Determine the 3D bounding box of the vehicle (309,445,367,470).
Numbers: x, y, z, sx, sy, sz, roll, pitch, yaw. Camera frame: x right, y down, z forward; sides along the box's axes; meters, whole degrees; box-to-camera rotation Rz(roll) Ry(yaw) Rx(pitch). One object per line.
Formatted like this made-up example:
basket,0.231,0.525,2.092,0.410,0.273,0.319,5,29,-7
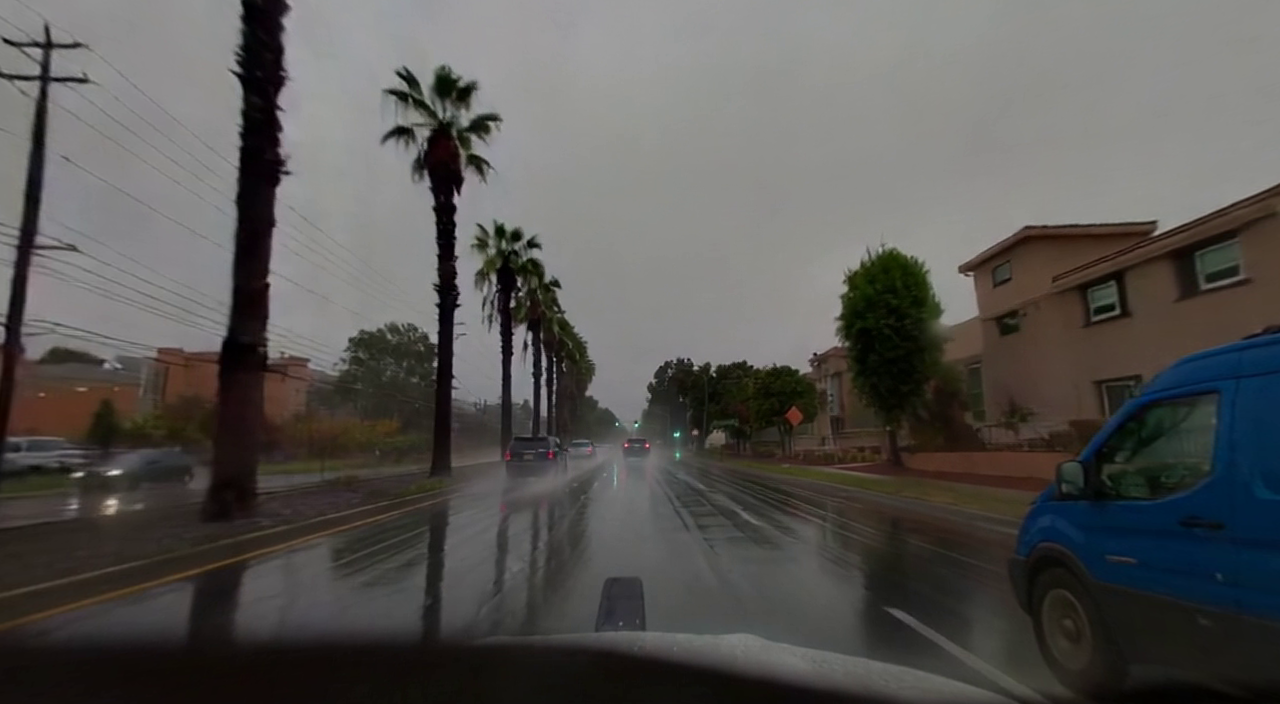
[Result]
vehicle,-22.182,7.744,46.601,1.994,1.651,4.681,-1,-8,-1

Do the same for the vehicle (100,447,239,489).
vehicle,-18.678,4.590,25.422,1.911,1.479,4.713,0,-9,1

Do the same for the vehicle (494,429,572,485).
vehicle,-3.527,3.559,21.612,1.967,1.703,4.157,0,-8,0

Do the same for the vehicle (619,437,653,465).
vehicle,-0.291,6.725,42.939,2.191,1.761,3.857,0,-8,-2

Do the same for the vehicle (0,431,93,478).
vehicle,-30.180,4.948,30.540,5.583,2.103,2.086,-1,-6,2

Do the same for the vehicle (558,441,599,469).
vehicle,-3.302,5.591,34.469,1.869,1.454,4.142,0,-8,-1

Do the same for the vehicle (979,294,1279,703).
vehicle,3.633,0.688,2.125,2.234,1.912,4.847,0,-8,0
